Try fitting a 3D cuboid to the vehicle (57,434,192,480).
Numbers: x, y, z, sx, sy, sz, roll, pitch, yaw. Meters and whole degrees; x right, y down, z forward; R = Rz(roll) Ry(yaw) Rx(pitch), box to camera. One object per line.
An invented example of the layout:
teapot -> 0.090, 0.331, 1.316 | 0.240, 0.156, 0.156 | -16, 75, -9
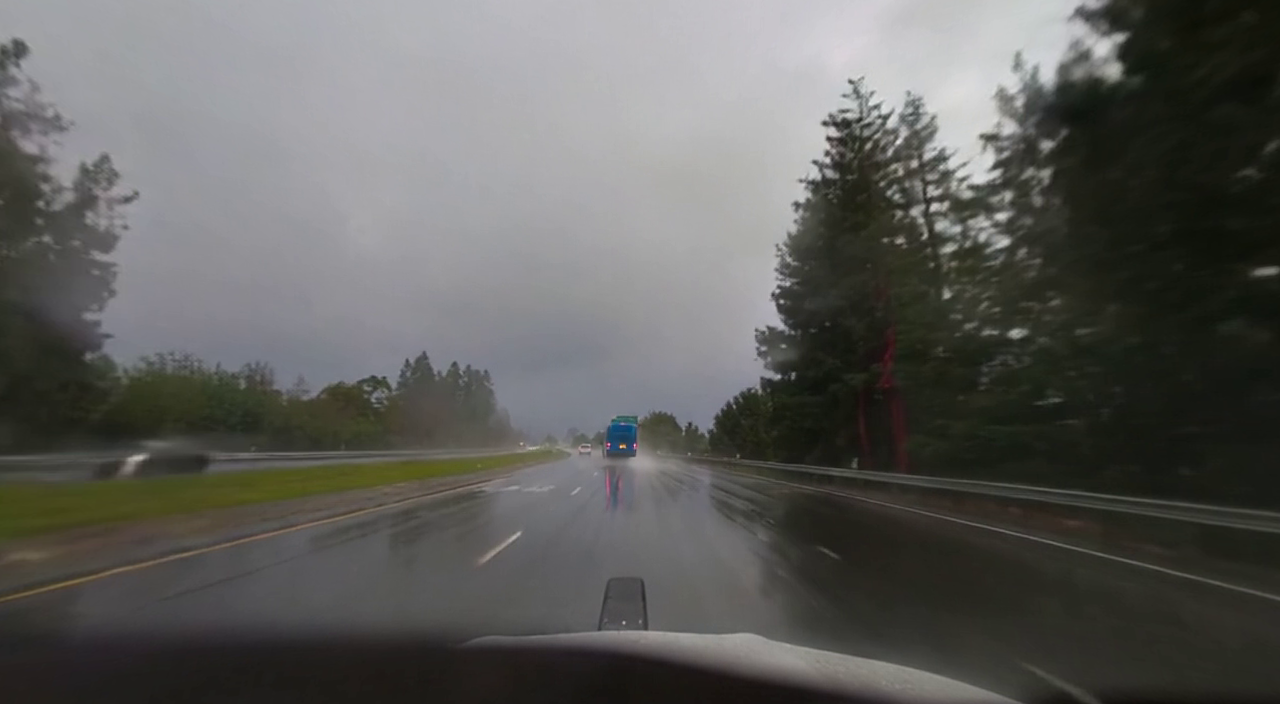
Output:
vehicle -> -19.631, 4.025, 24.260 | 1.810, 1.612, 4.003 | 0, -9, -1
